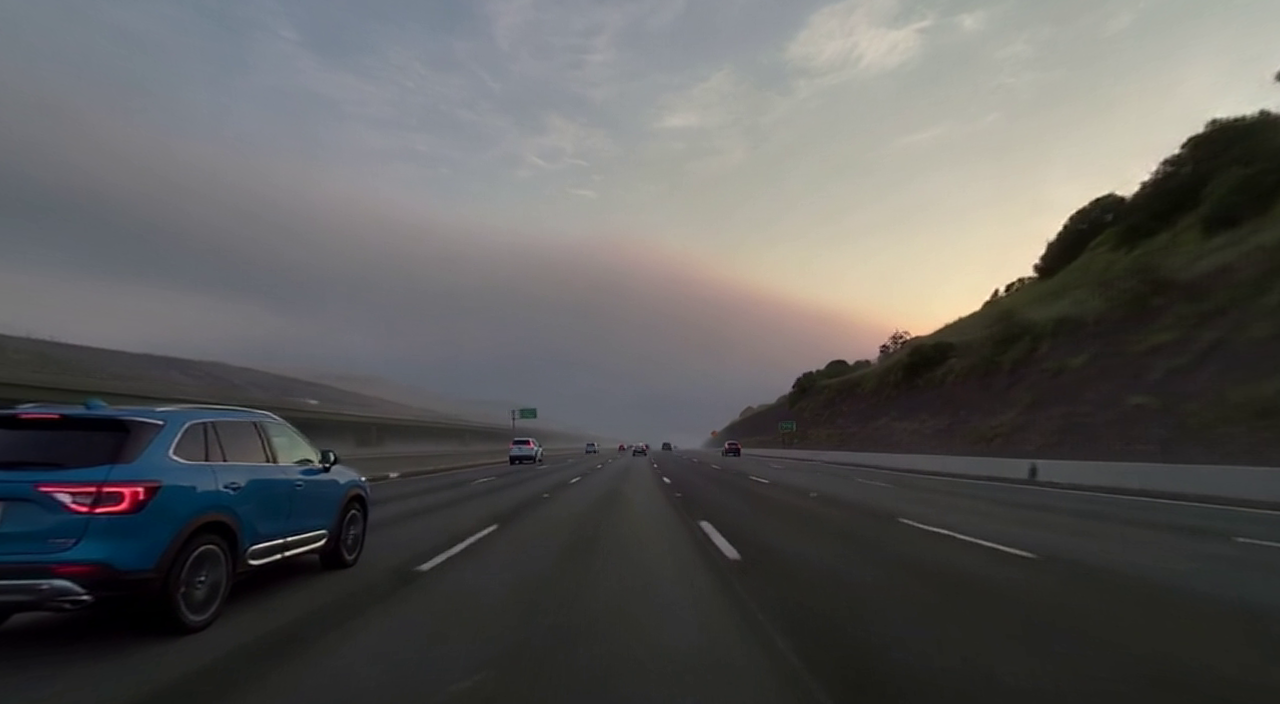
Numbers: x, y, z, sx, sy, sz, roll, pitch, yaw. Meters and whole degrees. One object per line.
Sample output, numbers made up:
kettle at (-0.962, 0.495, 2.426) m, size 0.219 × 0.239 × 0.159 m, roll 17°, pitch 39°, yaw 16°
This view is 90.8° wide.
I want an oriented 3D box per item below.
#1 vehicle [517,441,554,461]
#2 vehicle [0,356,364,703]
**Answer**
vehicle at (-8.029, 7.693, 48.989) m, size 2.054 × 1.474 × 4.450 m, roll 0°, pitch -9°, yaw 1°
vehicle at (-3.855, 1.072, 4.042) m, size 2.047 × 1.715 × 4.689 m, roll 0°, pitch -9°, yaw 0°
